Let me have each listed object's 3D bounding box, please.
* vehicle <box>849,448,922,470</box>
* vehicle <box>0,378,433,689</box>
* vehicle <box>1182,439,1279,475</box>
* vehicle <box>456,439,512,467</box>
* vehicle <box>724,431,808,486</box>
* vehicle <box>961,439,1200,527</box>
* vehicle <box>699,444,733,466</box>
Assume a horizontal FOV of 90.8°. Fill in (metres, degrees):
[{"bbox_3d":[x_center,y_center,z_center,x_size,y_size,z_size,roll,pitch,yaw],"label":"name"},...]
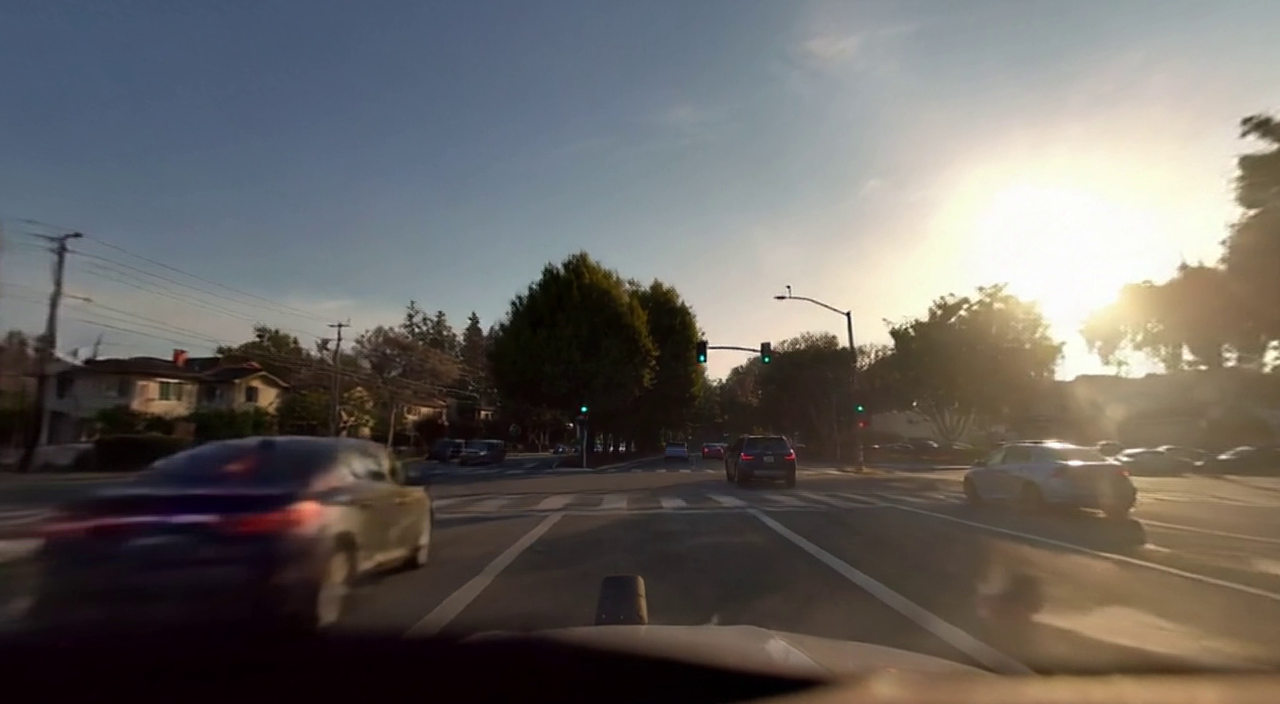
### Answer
[{"bbox_3d":[18.043,7.853,46.681,2.040,1.472,4.846,5,-10,-28],"label":"vehicle"},{"bbox_3d":[-3.762,1.403,6.099,2.258,1.812,4.650,1,-9,-5],"label":"vehicle"},{"bbox_3d":[34.029,5.914,35.753,5.840,1.902,2.220,3,-9,-18],"label":"vehicle"},{"bbox_3d":[-10.391,6.743,42.426,2.155,1.768,4.904,-1,-9,4],"label":"vehicle"},{"bbox_3d":[4.555,3.945,23.665,2.209,1.813,4.724,0,-9,1],"label":"vehicle"},{"bbox_3d":[8.631,2.564,12.967,1.949,1.492,4.103,0,-9,0],"label":"vehicle"},{"bbox_3d":[5.226,7.159,44.179,2.064,1.474,4.389,0,-9,3],"label":"vehicle"}]
